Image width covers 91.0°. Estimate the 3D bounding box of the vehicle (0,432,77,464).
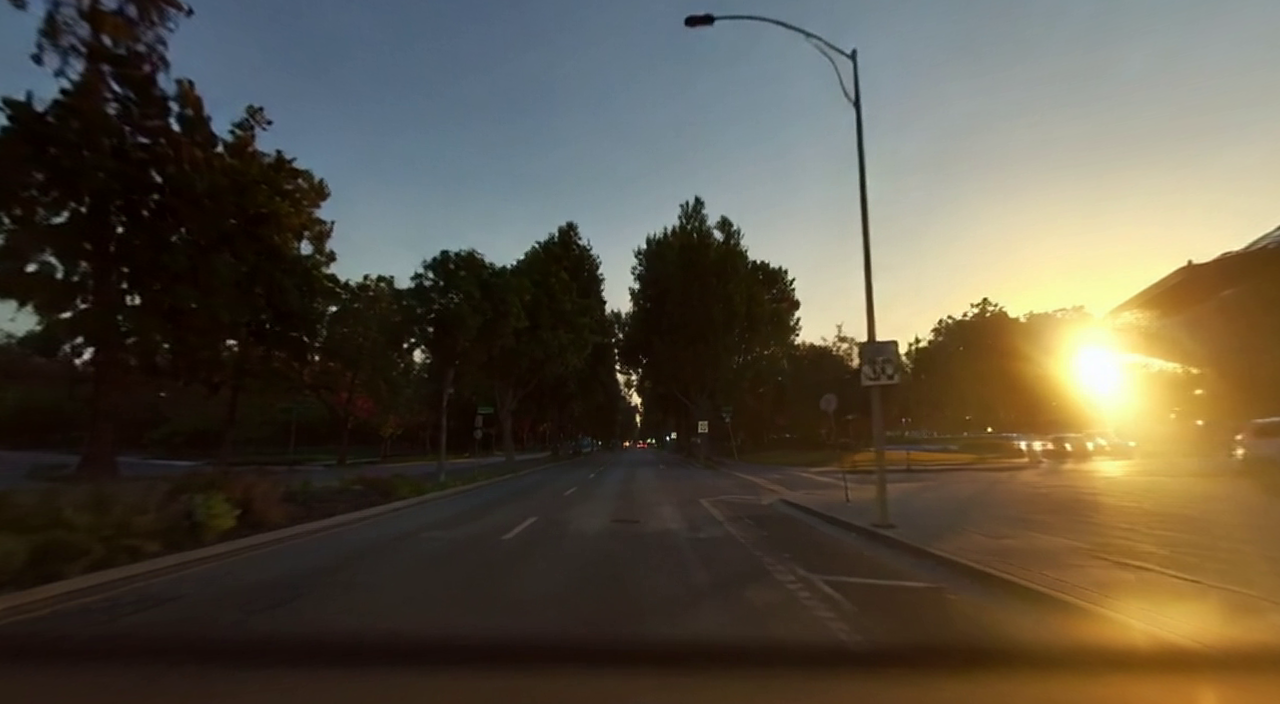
[{"bbox_3d":[-46.243,7.276,47.927,1.991,2.142,5.123,-5,-6,0],"label":"vehicle"}]
